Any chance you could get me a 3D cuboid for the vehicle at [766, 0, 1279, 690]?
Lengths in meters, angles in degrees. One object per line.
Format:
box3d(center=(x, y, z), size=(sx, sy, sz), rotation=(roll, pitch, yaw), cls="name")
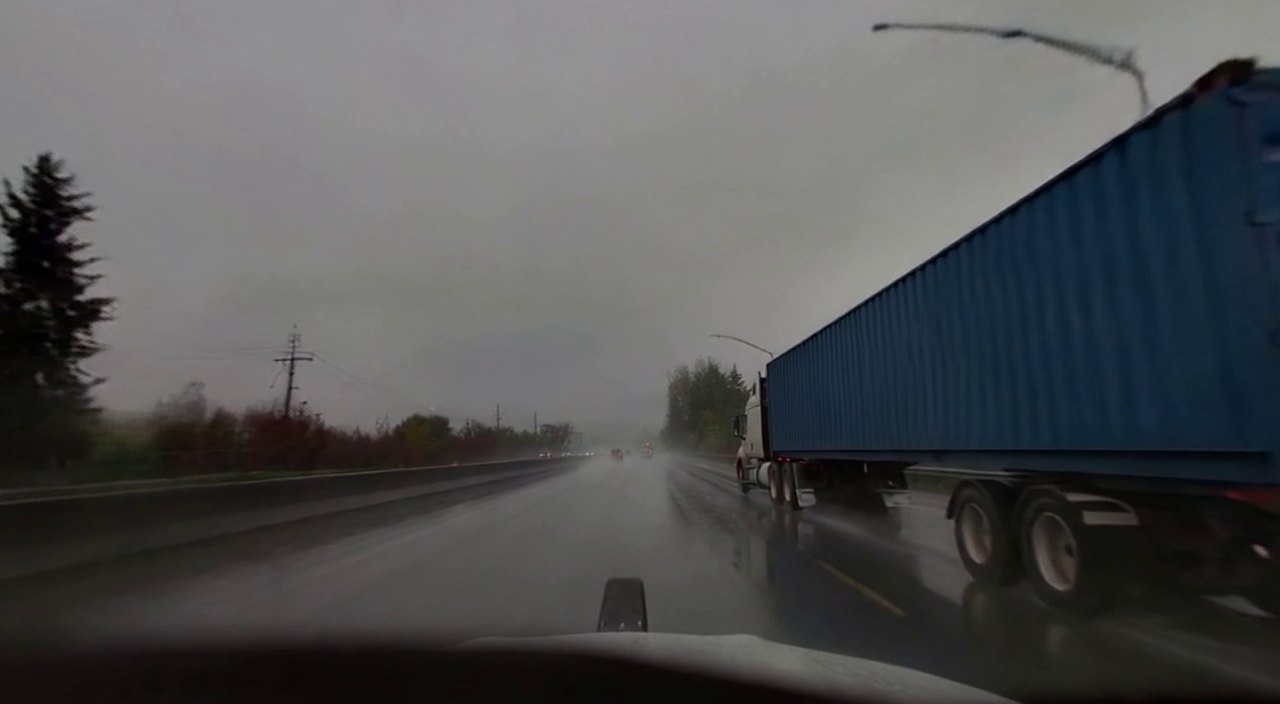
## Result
box3d(center=(4.716, 0.720, 9.526), size=(2.821, 4.046, 12.876), rotation=(0, -9, -1), cls="vehicle")
